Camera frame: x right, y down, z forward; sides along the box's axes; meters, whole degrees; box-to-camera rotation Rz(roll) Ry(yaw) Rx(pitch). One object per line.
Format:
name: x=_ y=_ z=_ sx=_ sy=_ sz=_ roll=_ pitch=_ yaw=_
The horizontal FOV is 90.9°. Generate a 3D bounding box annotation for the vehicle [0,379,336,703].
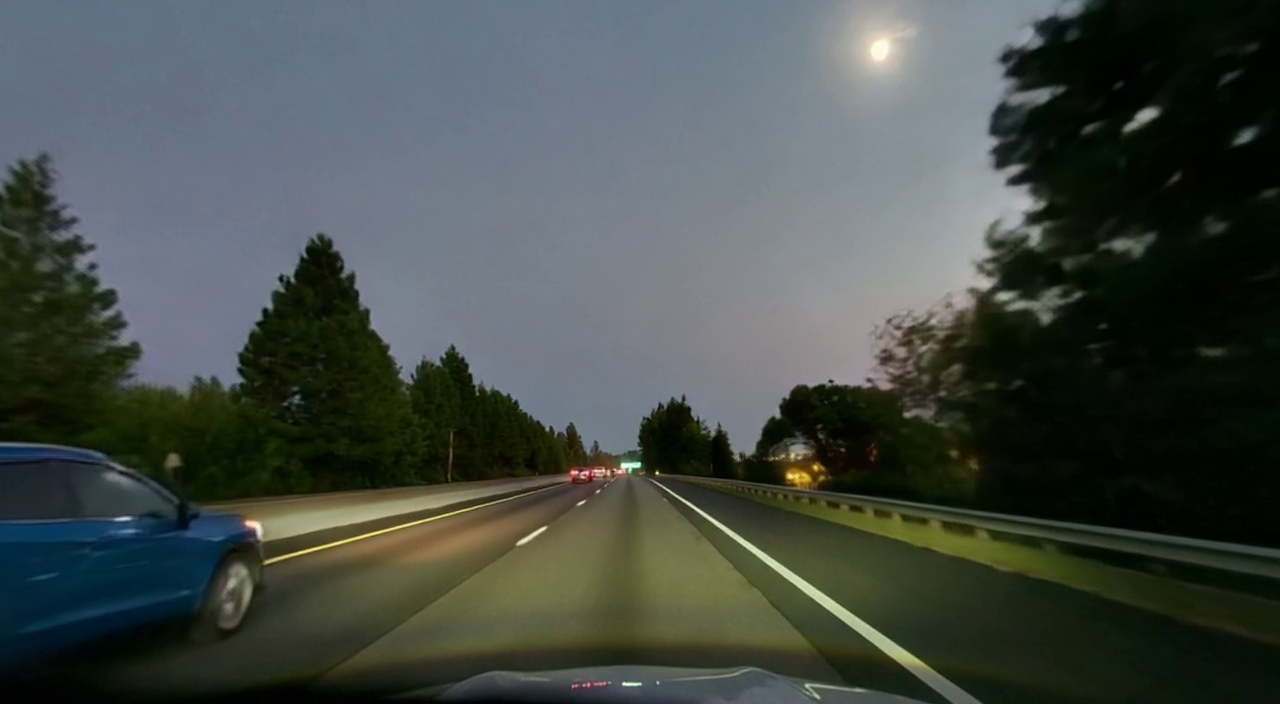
vehicle: x=-3.869 y=1.063 z=3.335 sx=2.123 sy=1.666 sz=4.709 roll=1 pitch=-10 yaw=0

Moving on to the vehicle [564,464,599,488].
vehicle: x=-4.100 y=8.790 z=44.884 sx=2.068 sy=1.592 sz=4.479 roll=1 pitch=-10 yaw=0
